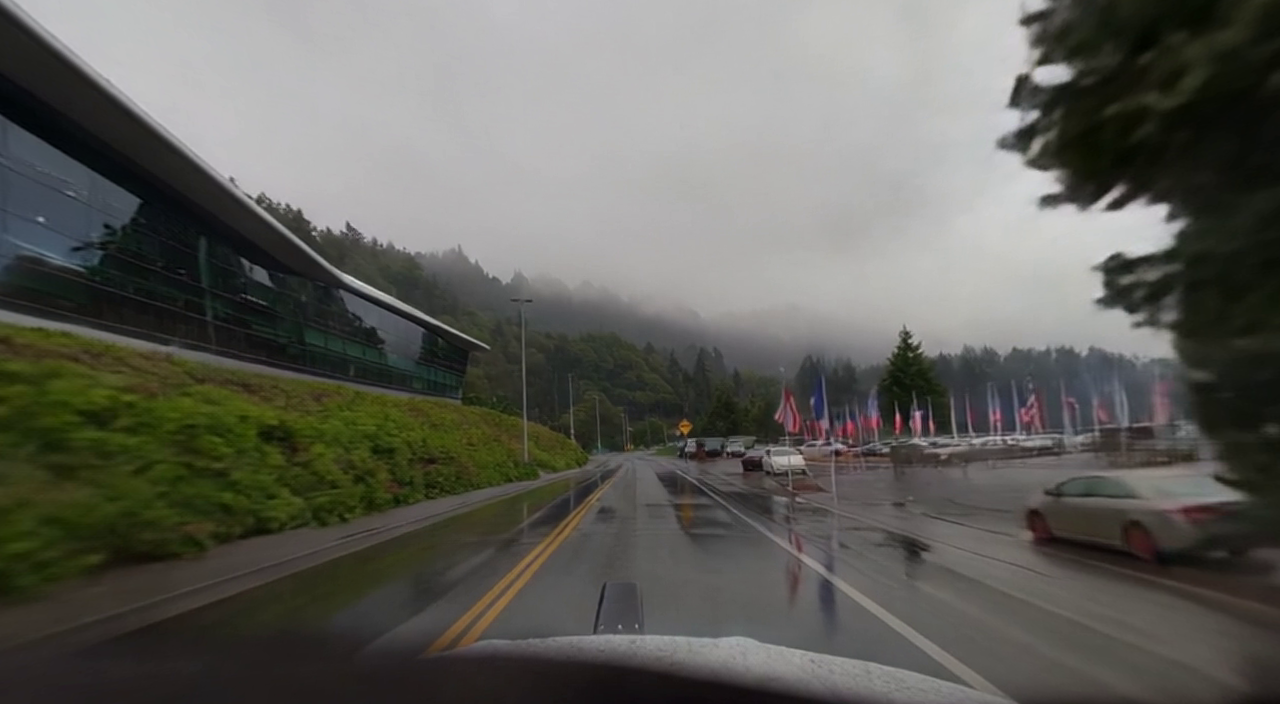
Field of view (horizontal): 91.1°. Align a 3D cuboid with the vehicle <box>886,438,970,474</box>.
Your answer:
[{"bbox_3d":[14.603,5.288,32.196,1.947,1.657,4.314,0,-9,-5],"label":"vehicle"}]

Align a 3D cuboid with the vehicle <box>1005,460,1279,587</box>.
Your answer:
[{"bbox_3d":[8.044,2.493,9.874,1.981,1.471,3.636,1,-9,-11],"label":"vehicle"}]

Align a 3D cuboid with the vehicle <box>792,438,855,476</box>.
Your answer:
[{"bbox_3d":[10.184,5.854,35.287,2.113,1.945,4.546,-1,-9,0],"label":"vehicle"}]

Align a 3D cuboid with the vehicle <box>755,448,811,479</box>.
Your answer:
[{"bbox_3d":[7.512,5.857,33.326,1.909,1.496,4.079,-1,-9,-1],"label":"vehicle"}]
